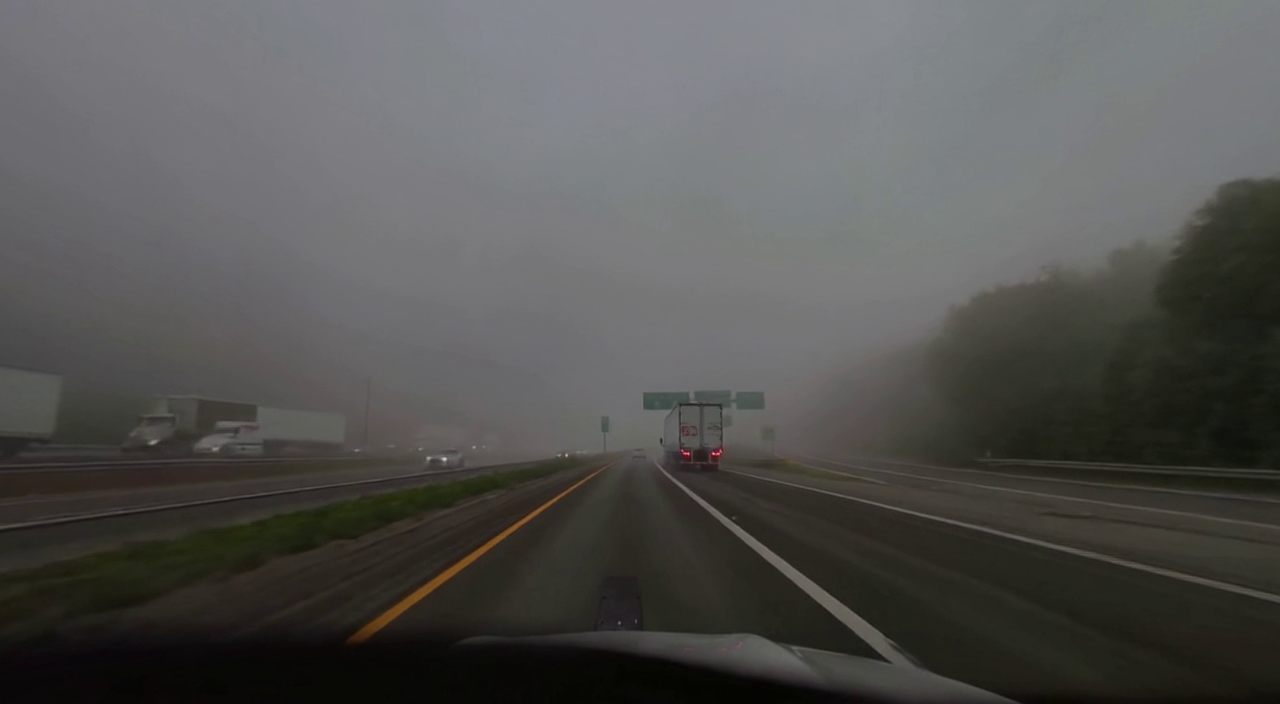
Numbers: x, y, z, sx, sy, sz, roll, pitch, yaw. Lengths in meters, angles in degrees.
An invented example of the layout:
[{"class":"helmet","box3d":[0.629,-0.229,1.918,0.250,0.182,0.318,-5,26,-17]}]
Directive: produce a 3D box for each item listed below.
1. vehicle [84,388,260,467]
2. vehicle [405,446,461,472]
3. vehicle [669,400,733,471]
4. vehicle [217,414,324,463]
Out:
[{"class":"vehicle","box3d":[-26.348,4.530,36.334,2.933,3.877,9.896,0,-9,-3]},{"class":"vehicle","box3d":[-13.426,6.941,40.997,2.101,1.571,4.375,0,-9,1]},{"class":"vehicle","box3d":[3.870,5.879,43.425,3.185,4.154,12.638,0,-9,0]},{"class":"vehicle","box3d":[-26.493,6.355,45.701,2.870,3.173,7.891,0,-9,1]}]
